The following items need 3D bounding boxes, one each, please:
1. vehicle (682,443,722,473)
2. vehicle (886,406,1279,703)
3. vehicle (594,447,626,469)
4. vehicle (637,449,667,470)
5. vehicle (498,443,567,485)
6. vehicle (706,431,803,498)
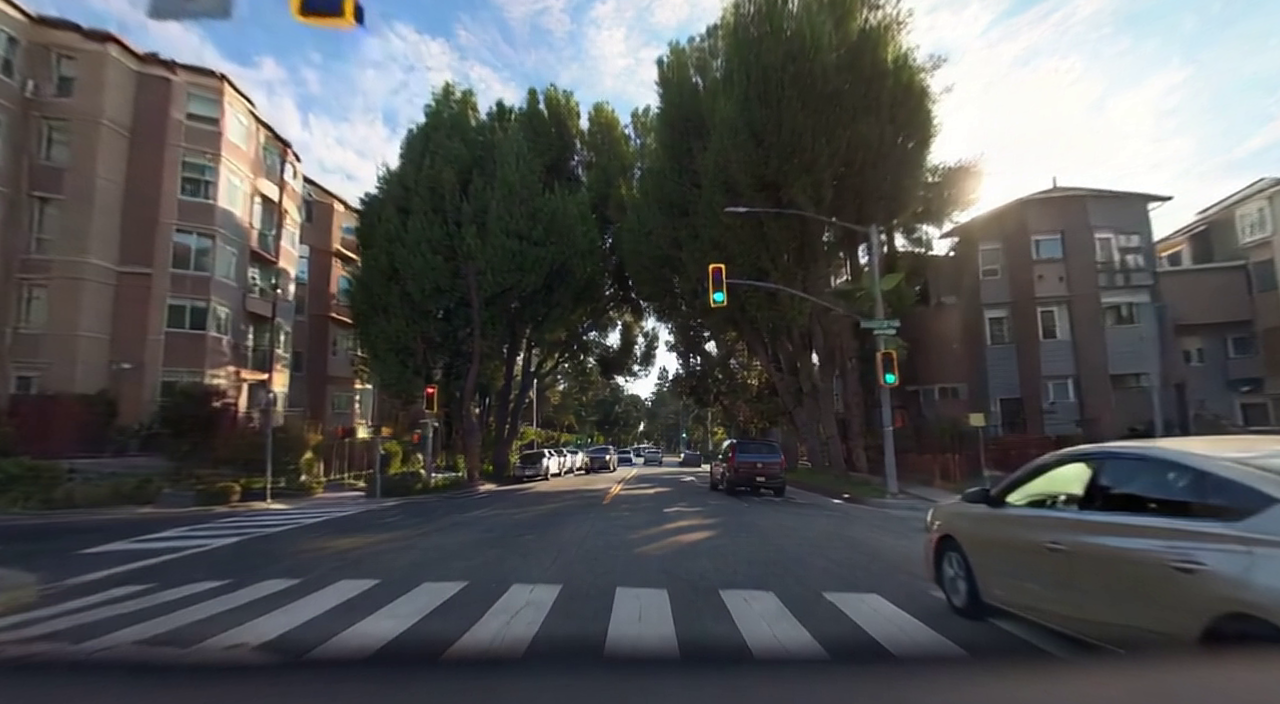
[{"bbox_3d":[4.025,6.961,41.671,2.102,1.818,4.508,0,-9,0],"label":"vehicle"},{"bbox_3d":[3.207,1.082,3.088,2.078,1.488,4.741,0,-9,0],"label":"vehicle"},{"bbox_3d":[-2.267,8.238,49.109,2.148,1.651,4.543,0,-9,1],"label":"vehicle"},{"bbox_3d":[0.832,7.775,45.790,2.097,1.463,4.043,0,-9,-1],"label":"vehicle"},{"bbox_3d":[-5.316,5.632,32.120,2.350,1.929,5.772,0,-9,1],"label":"vehicle"},{"bbox_3d":[3.479,3.531,20.124,2.199,1.872,4.513,0,-9,0],"label":"vehicle"}]
